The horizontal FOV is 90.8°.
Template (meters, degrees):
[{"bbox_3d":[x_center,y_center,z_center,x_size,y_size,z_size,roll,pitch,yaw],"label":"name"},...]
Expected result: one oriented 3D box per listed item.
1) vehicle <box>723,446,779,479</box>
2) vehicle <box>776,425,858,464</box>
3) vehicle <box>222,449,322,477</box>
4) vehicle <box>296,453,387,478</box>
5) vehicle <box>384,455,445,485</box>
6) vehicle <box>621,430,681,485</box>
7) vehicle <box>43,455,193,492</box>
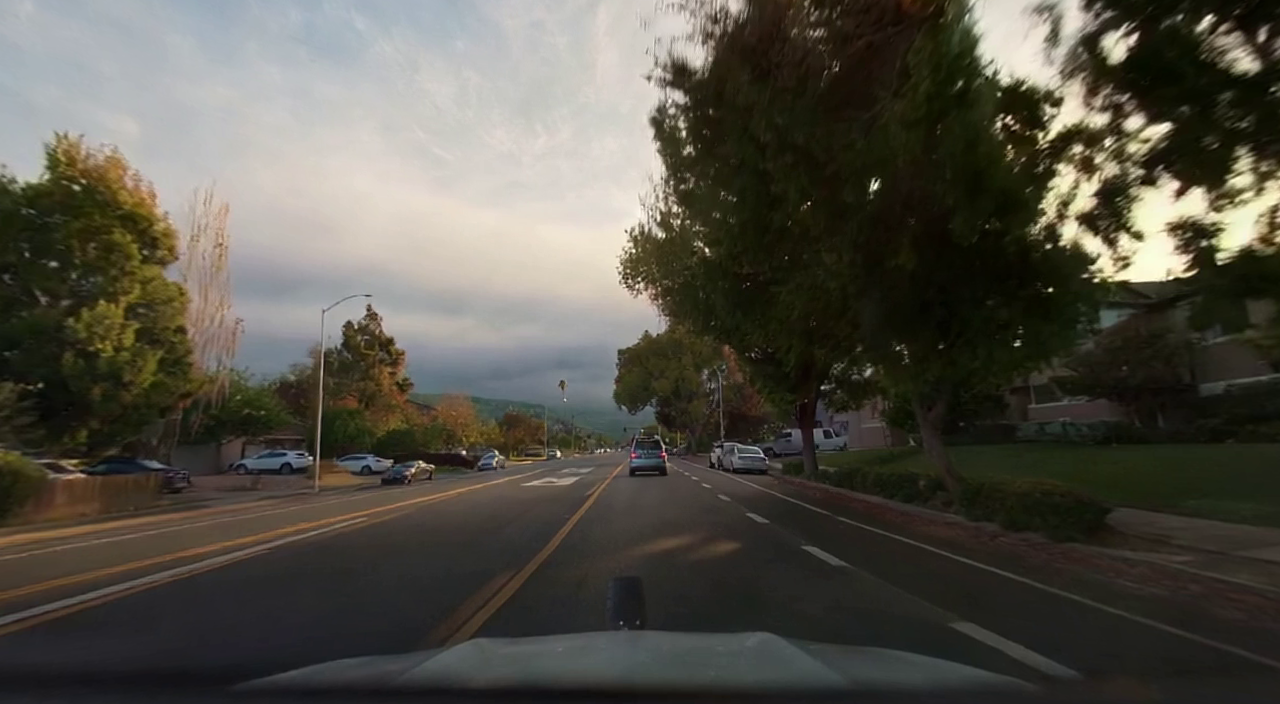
[{"bbox_3d":[5.236,5.246,30.308,1.902,1.472,4.139,0,-8,-1],"label":"vehicle"},{"bbox_3d":[12.157,6.367,43.612,4.855,2.572,2.358,-1,-8,-1],"label":"vehicle"},{"bbox_3d":[-24.507,7.394,42.217,5.278,1.780,2.246,0,-8,0],"label":"vehicle"},{"bbox_3d":[-18.899,7.193,40.136,4.801,1.478,1.883,0,-9,-2],"label":"vehicle"},{"bbox_3d":[-12.098,6.337,34.170,1.920,1.476,3.826,0,-8,-1],"label":"vehicle"},{"bbox_3d":[0.402,4.160,25.245,2.153,1.942,4.767,0,-8,0],"label":"vehicle"},{"bbox_3d":[-22.098,5.156,26.866,4.644,1.459,1.997,0,-8,2],"label":"vehicle"}]
